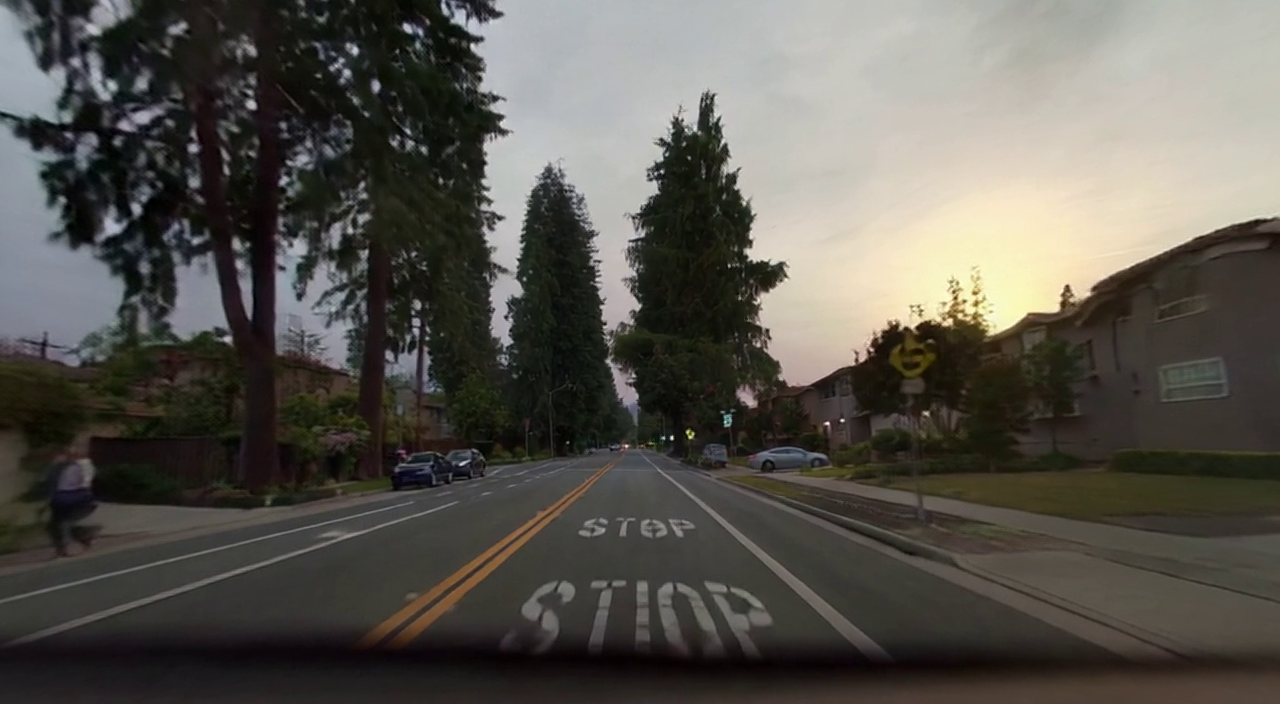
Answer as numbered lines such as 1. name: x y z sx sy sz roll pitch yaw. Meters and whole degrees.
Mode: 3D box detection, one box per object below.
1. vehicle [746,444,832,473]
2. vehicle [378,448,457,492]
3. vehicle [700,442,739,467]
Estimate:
1. vehicle: 8.068 5.808 34.495 4.438 1.466 1.943 -1 -9 9
2. vehicle: -9.360 4.969 26.871 1.998 1.684 4.180 1 -9 -3
3. vehicle: 5.600 7.266 44.785 2.096 1.713 4.606 0 -9 -1
